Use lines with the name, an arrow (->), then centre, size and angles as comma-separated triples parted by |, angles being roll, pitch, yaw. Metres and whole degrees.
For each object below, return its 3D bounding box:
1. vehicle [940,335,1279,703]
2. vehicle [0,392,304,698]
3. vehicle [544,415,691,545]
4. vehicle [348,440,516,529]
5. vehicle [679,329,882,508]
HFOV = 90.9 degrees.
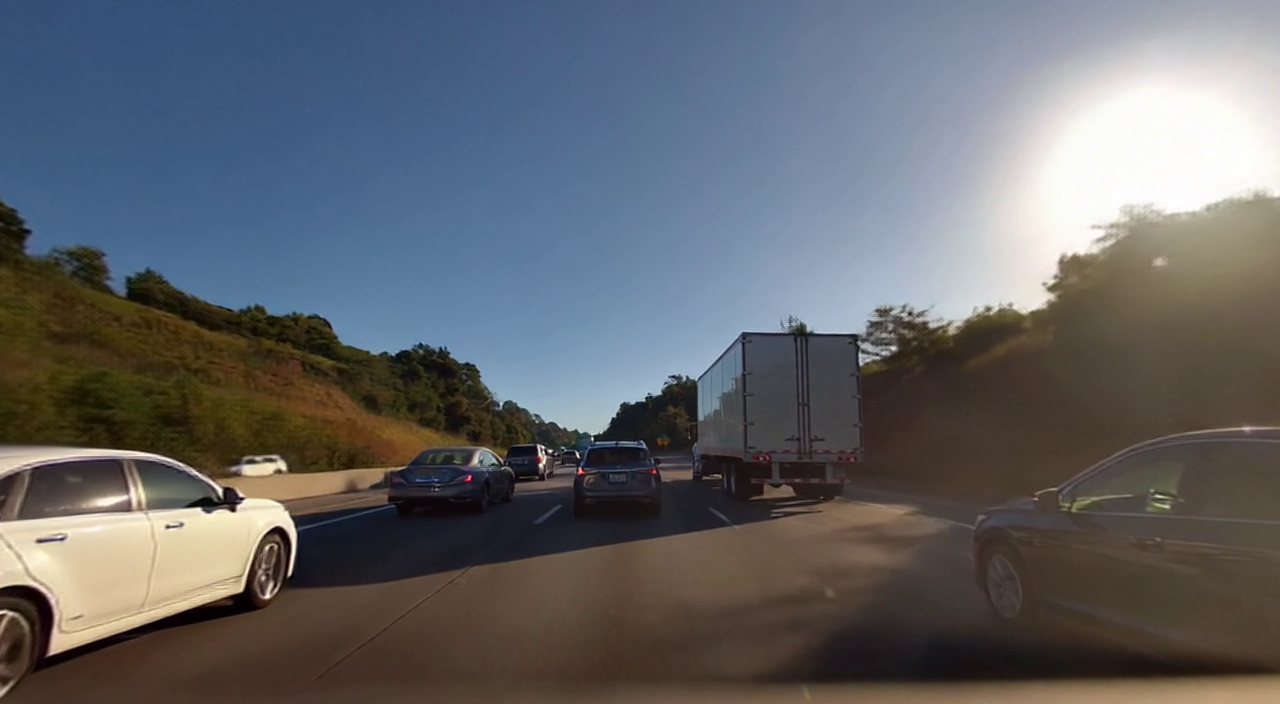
vehicle -> 3.641, 0.895, 3.049 | 2.076, 1.751, 4.666 | 0, -9, 0
vehicle -> -4.309, 1.186, 4.350 | 1.789, 1.620, 3.841 | 0, -9, 1
vehicle -> -0.316, 2.109, 10.911 | 2.037, 1.792, 4.194 | 0, -9, 0
vehicle -> -3.989, 2.605, 12.984 | 1.923, 1.503, 4.293 | 0, -9, 1
vehicle -> 3.666, 2.695, 22.229 | 3.186, 4.111, 15.553 | 0, -9, -2
